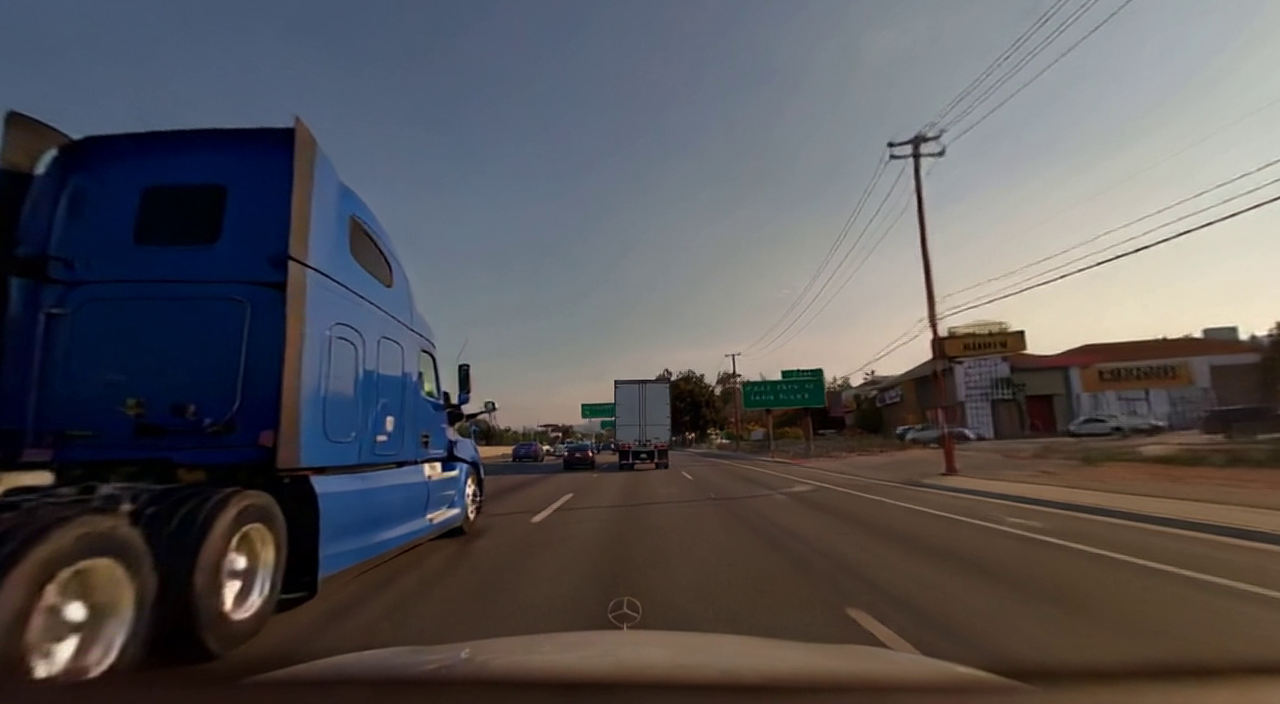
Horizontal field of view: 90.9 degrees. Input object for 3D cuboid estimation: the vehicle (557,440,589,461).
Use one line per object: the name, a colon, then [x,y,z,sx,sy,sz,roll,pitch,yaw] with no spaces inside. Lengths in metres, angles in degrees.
vehicle: [-4.873,7.223,46.234,1.933,1.459,4.478,0,-9,-1]

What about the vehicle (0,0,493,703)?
vehicle: [-3.947,0.266,5.726,3.061,3.891,8.658,0,-9,0]

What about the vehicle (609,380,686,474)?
vehicle: [0.259,3.620,29.223,2.941,3.604,9.851,0,-9,0]

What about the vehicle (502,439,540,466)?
vehicle: [-7.145,6.065,38.106,1.736,1.580,2.778,0,-9,0]
